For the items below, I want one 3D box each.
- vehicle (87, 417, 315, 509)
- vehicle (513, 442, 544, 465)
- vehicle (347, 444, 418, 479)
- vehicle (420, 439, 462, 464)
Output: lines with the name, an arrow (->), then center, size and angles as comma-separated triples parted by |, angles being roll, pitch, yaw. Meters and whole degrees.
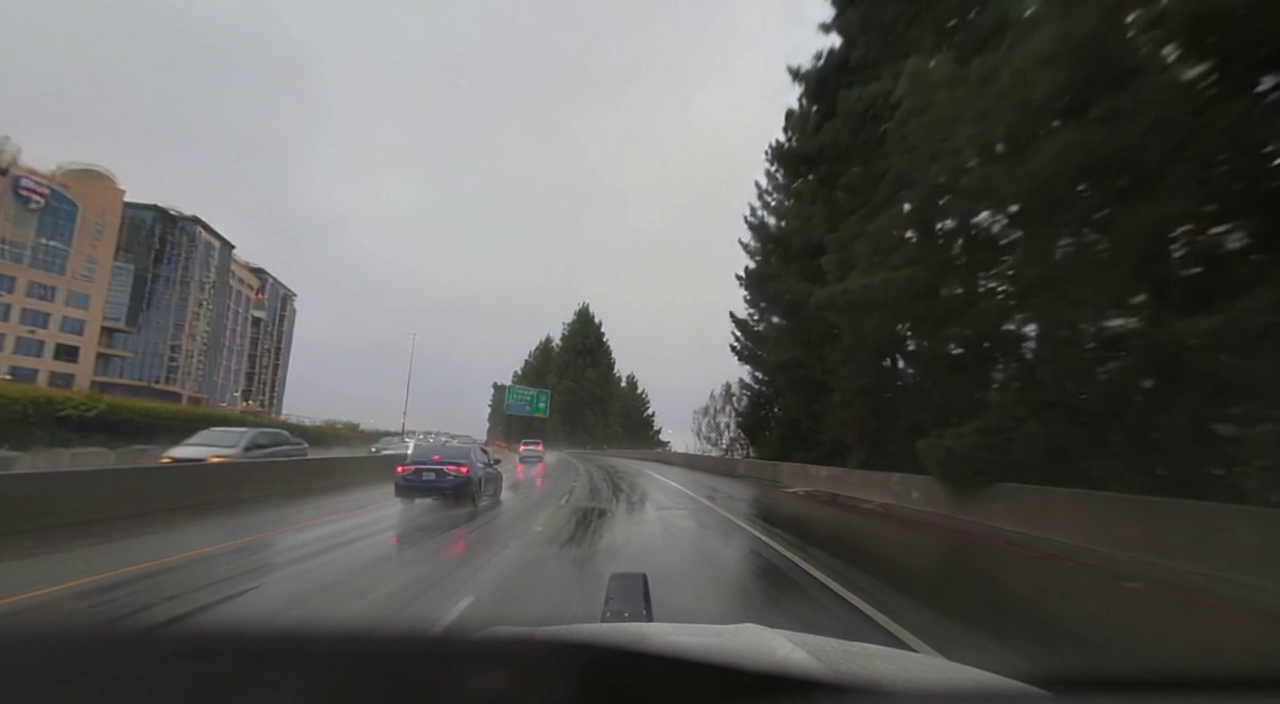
vehicle -> -10.365, 2.677, 15.601 | 2.151, 1.871, 5.177 | 0, -9, -4
vehicle -> -7.680, 7.048, 43.738 | 1.885, 1.469, 4.211 | 1, -9, -8
vehicle -> -11.733, 4.991, 29.017 | 1.902, 1.468, 4.103 | 0, -9, -6
vehicle -> -14.087, 7.069, 44.885 | 2.028, 1.675, 4.870 | 1, -9, -9
